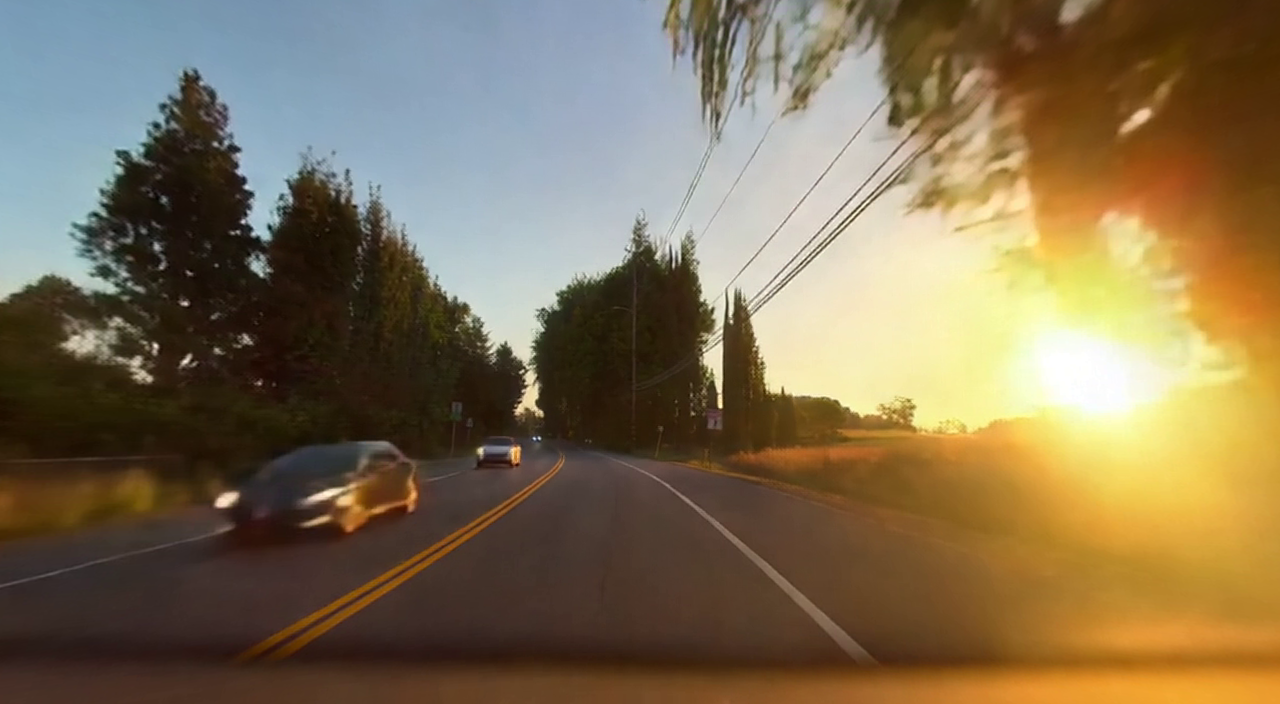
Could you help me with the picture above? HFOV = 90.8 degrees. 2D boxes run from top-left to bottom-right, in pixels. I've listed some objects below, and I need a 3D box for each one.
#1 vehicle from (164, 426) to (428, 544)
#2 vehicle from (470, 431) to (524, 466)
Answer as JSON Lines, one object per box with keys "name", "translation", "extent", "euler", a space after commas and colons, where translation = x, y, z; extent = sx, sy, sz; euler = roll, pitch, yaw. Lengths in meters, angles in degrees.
{"name": "vehicle", "translation": [-5.146, 2.020, 10.338], "extent": [1.965, 1.486, 4.385], "euler": [1, -8, -2]}
{"name": "vehicle", "translation": [-6.875, 4.714, 30.881], "extent": [1.943, 1.556, 4.311], "euler": [1, -8, -4]}
